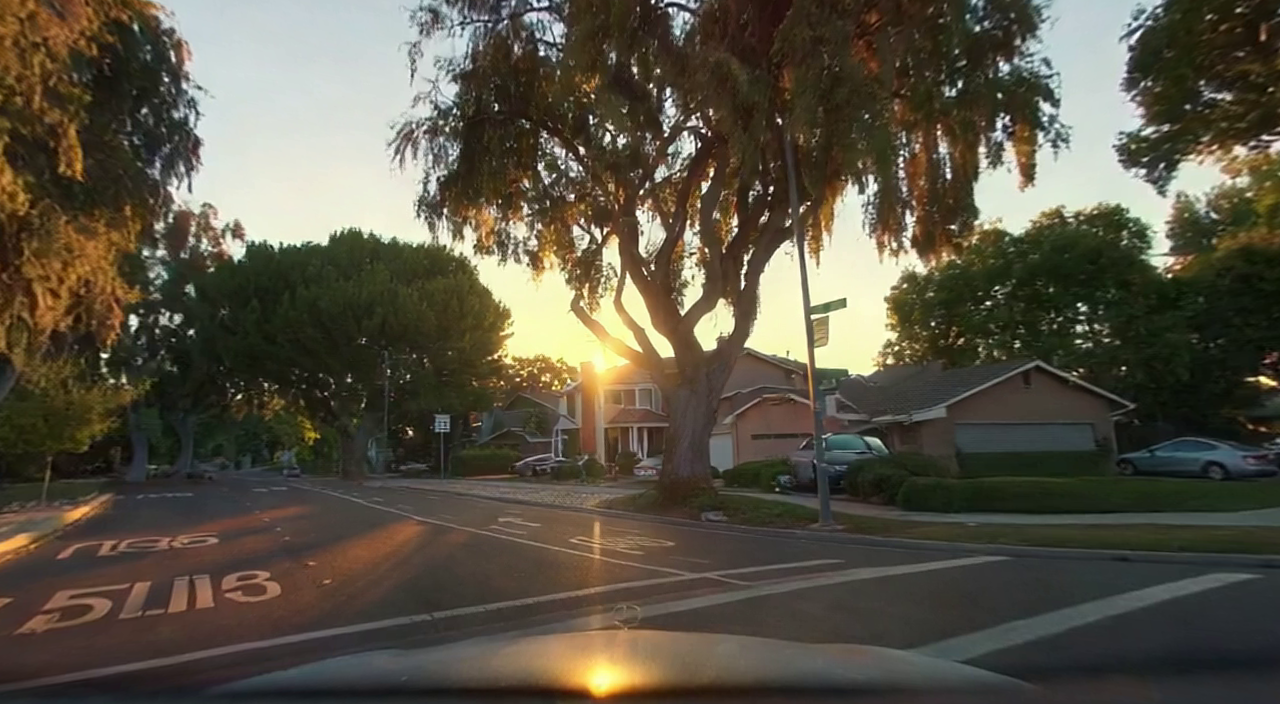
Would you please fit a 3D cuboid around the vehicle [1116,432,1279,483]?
[{"bbox_3d":[18.672,3.360,20.338,1.835,1.491,4.866,5,-10,-32],"label":"vehicle"}]
